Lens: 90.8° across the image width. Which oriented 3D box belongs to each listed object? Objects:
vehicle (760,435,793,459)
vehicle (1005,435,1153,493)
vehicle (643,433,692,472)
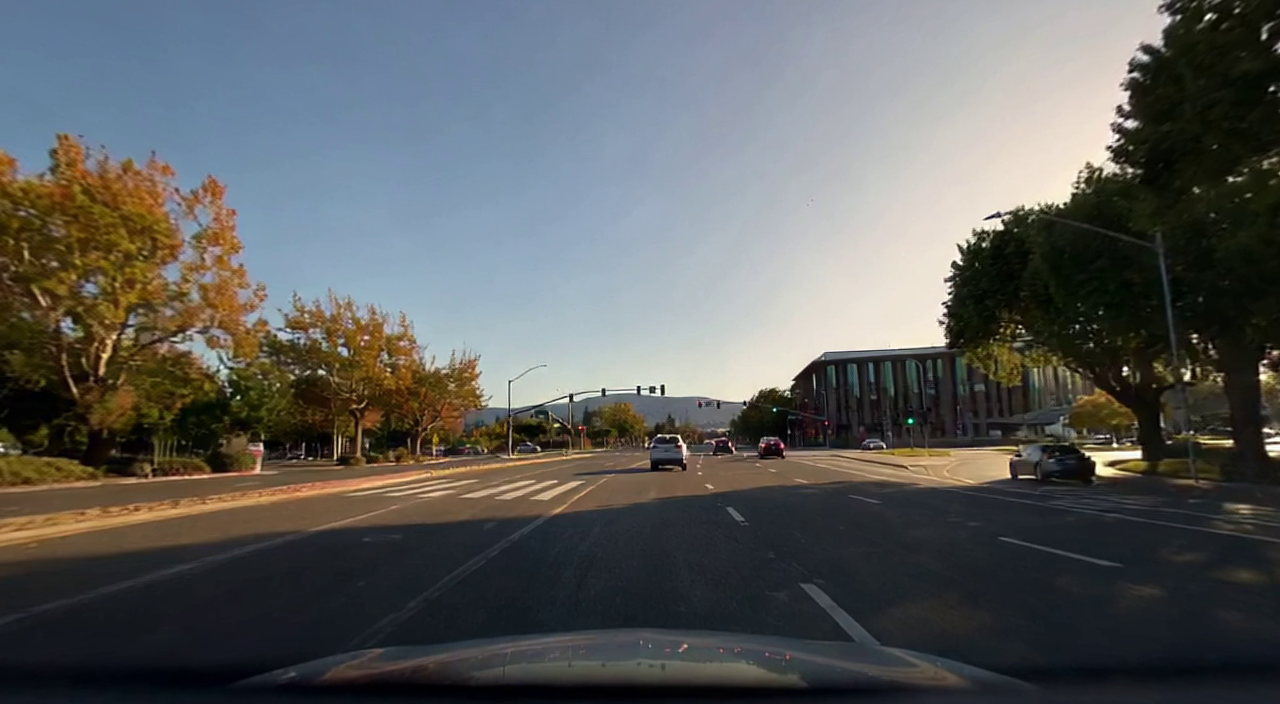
[{"bbox_3d":[10.675,7.523,49.833,2.074,1.791,4.393,-1,-9,6],"label":"vehicle"},{"bbox_3d":[13.826,3.537,20.316,2.118,1.606,4.640,-2,-9,11],"label":"vehicle"},{"bbox_3d":[1.454,5.045,31.866,2.211,1.795,4.179,-1,-9,5],"label":"vehicle"}]
